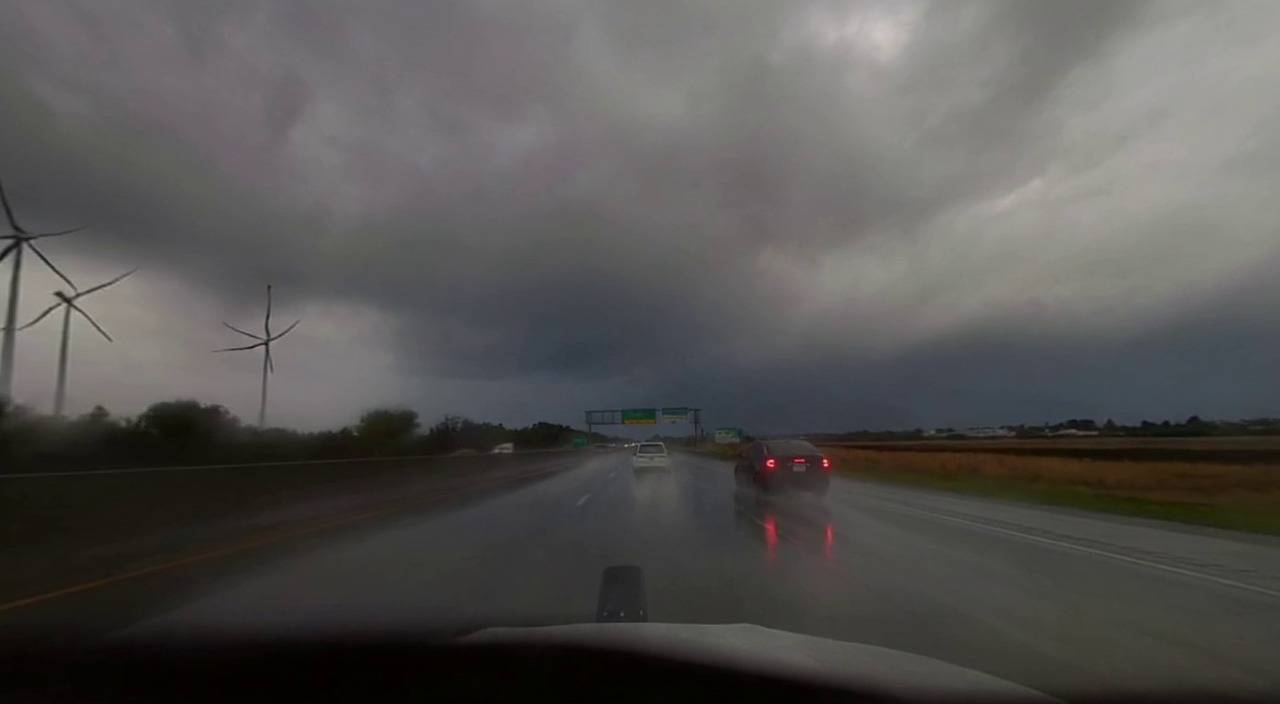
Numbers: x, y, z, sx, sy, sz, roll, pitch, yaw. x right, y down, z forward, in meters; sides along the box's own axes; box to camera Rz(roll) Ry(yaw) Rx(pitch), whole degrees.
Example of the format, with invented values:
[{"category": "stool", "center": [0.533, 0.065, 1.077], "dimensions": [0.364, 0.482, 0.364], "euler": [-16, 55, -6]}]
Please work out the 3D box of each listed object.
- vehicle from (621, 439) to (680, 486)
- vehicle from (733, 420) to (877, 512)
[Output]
[{"category": "vehicle", "center": [0.363, 4.237, 24.350], "dimensions": [2.083, 1.653, 3.787], "euler": [0, -9, 0]}, {"category": "vehicle", "center": [3.783, 2.741, 15.559], "dimensions": [2.104, 1.861, 4.956], "euler": [0, -9, -1]}]
